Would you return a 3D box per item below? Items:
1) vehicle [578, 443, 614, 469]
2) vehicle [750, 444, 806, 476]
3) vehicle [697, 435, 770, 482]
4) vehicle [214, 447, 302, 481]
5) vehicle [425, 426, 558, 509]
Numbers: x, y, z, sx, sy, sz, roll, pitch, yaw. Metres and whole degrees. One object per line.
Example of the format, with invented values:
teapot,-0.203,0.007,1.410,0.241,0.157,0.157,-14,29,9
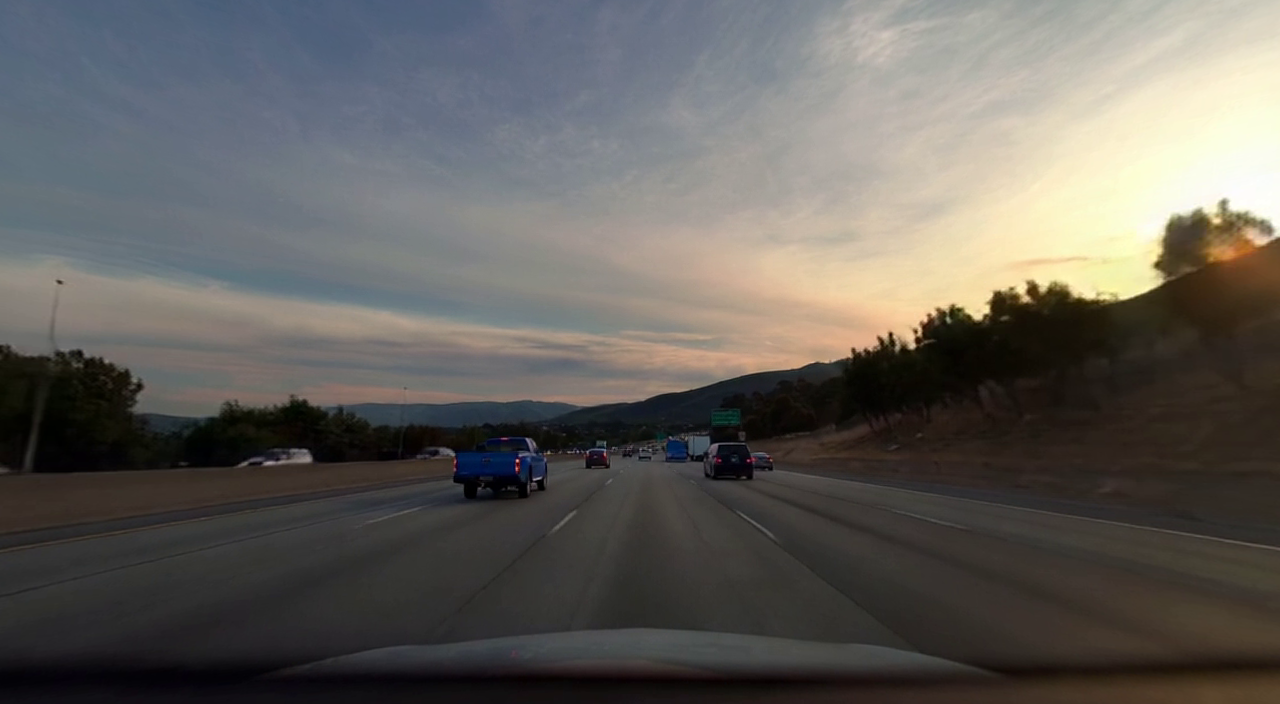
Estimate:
vehicle,-3.192,7.646,46.516,2.235,1.785,4.386,-1,-8,1
vehicle,7.912,6.229,36.656,2.104,1.724,4.701,0,-8,-1
vehicle,4.213,4.940,29.543,2.424,1.952,5.611,0,-8,-1
vehicle,-20.374,5.953,33.869,1.884,1.693,4.476,0,-8,0
vehicle,-3.710,2.992,16.942,2.227,1.853,5.161,-1,-8,1
